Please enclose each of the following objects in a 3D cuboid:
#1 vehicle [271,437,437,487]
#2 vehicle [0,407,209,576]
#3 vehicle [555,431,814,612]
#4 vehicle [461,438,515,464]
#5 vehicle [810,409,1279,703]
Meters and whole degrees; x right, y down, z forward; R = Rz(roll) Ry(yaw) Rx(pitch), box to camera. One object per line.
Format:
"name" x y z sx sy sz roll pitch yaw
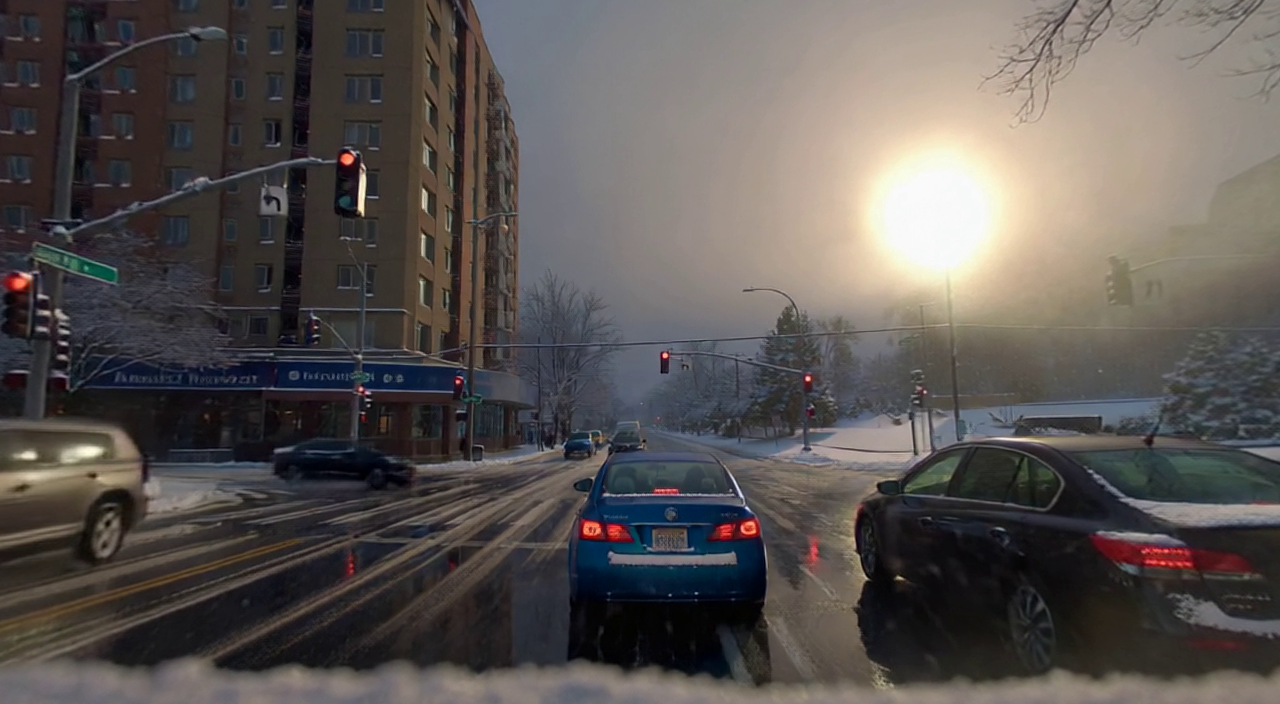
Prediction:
"vehicle" -9.609 3.709 21.401 4.688 1.612 1.938 0 -8 2
"vehicle" -8.476 1.688 7.826 2.338 1.889 5.998 1 -8 -5
"vehicle" 0.291 1.693 7.284 2.132 1.464 4.089 0 -8 -2
"vehicle" -9.745 6.378 40.691 2.030 1.596 3.912 -1 -9 8
"vehicle" 2.819 1.288 4.559 1.961 1.498 4.356 0 -8 0
